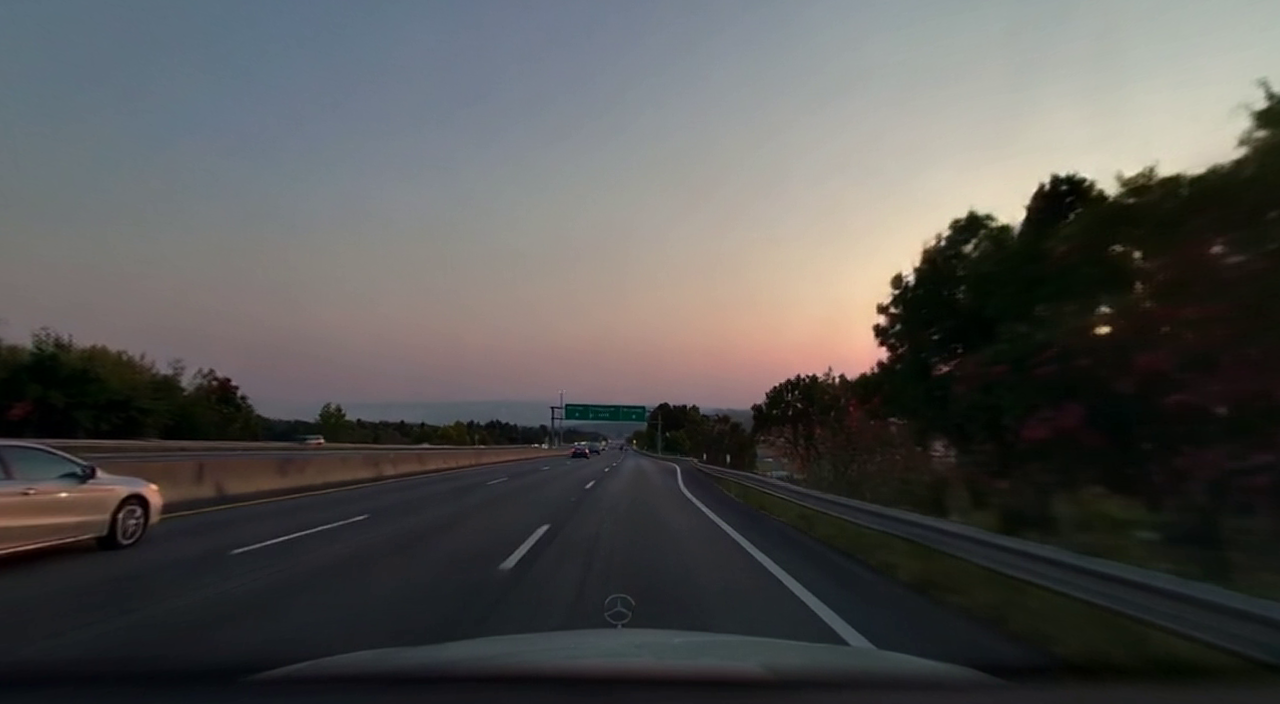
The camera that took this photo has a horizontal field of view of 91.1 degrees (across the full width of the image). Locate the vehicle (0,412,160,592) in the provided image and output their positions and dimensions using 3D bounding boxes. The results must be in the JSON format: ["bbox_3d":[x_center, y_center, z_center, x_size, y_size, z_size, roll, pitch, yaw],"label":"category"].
[{"bbox_3d":[-6.696,1.270,5.132,2.034,1.578,4.488,0,-9,-1],"label":"vehicle"}]
